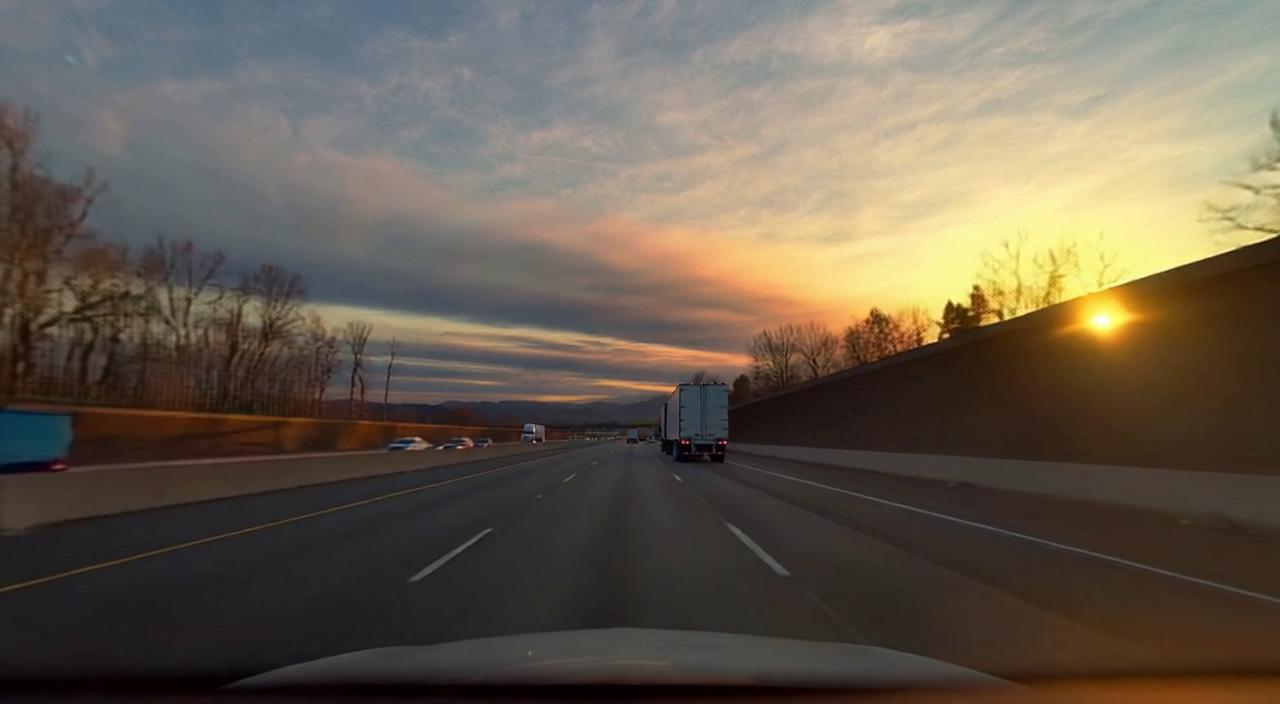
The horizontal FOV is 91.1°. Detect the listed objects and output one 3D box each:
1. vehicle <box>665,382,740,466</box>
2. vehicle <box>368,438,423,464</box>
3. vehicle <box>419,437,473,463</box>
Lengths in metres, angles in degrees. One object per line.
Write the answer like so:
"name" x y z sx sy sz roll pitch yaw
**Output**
"vehicle" 3.424 4.615 39.380 2.979 4.161 15.508 0 -7 -1
"vehicle" -15.992 6.453 41.290 1.905 1.641 4.417 0 -8 -1
"vehicle" -12.291 6.207 40.171 1.993 1.570 4.855 0 -8 -1
